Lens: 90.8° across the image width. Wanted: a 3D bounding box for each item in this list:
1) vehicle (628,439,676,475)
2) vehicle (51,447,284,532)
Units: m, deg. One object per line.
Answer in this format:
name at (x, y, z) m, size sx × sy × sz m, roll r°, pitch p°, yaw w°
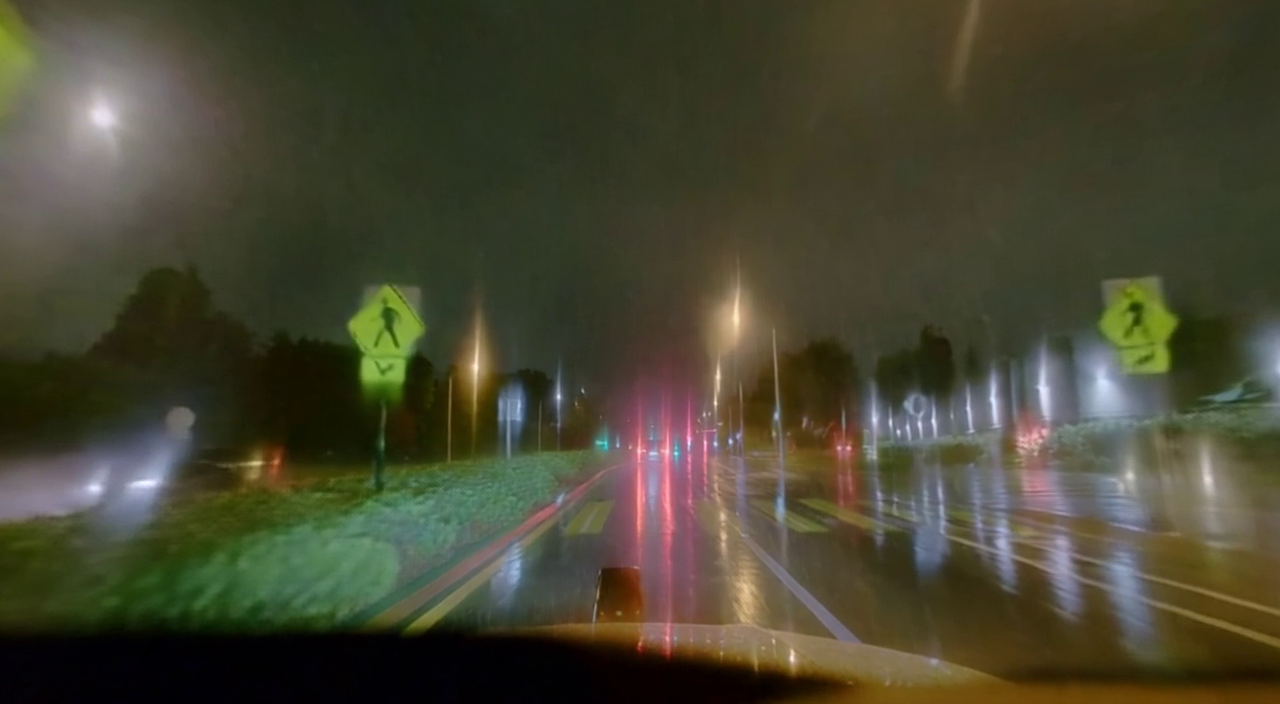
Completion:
vehicle at (0.610, 5.075, 30.691) m, size 2.158 × 1.600 × 3.865 m, roll -1°, pitch -8°, yaw 2°
vehicle at (-10.451, 3.011, 14.484) m, size 2.197 × 1.606 × 4.034 m, roll 0°, pitch -8°, yaw 0°
